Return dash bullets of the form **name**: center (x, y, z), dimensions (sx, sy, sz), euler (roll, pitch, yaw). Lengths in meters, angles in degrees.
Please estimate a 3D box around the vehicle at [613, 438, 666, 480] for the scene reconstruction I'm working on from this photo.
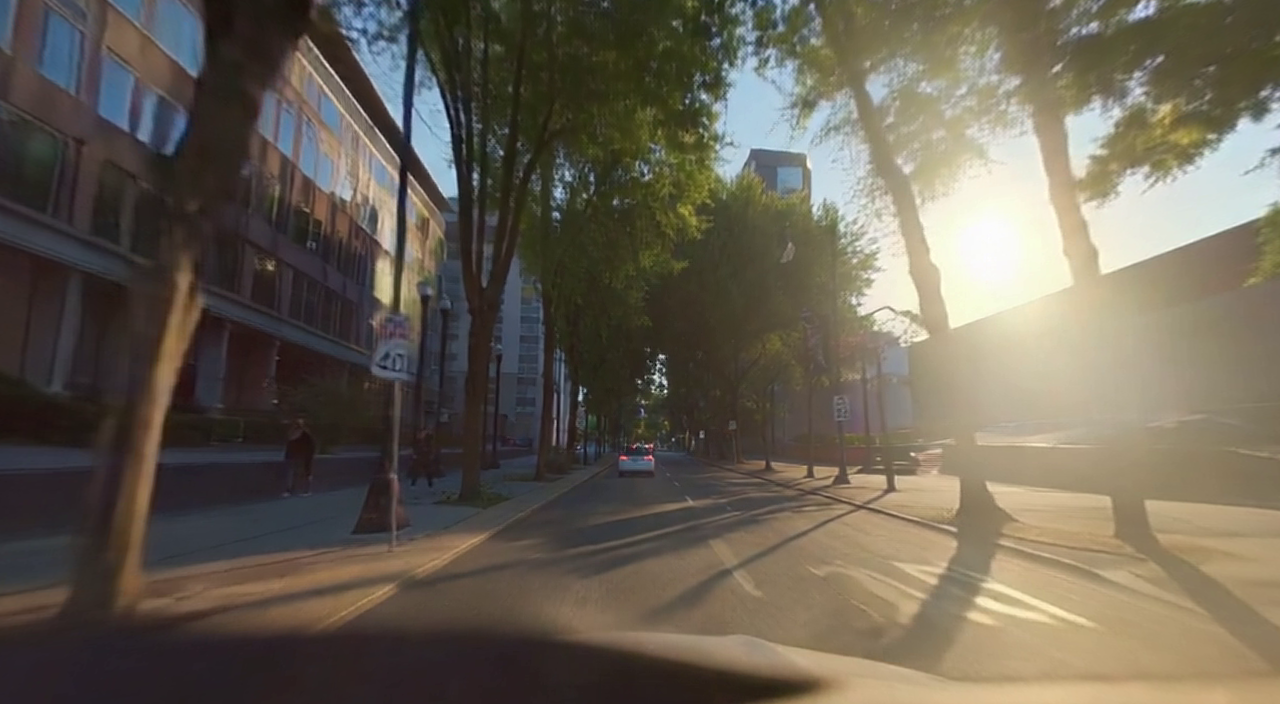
- **vehicle**: center (-0.060, 4.533, 26.864), dimensions (2.079, 1.621, 3.861), euler (0, -9, -1)
